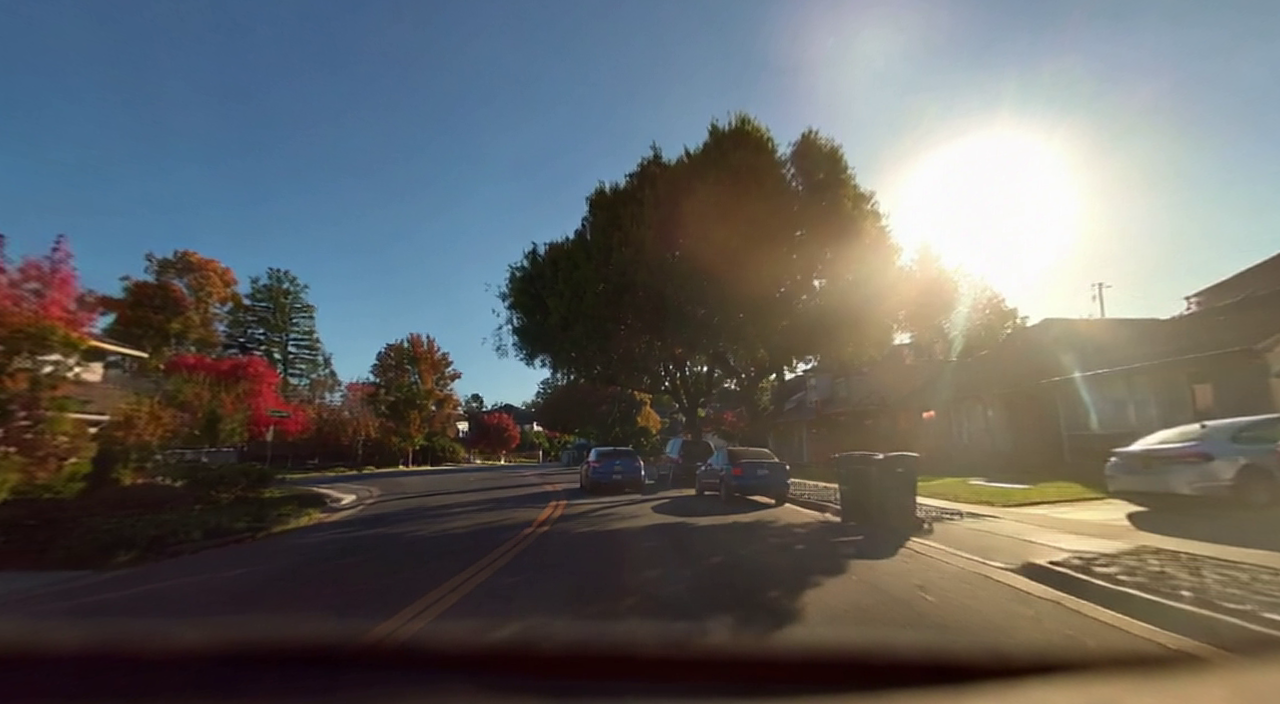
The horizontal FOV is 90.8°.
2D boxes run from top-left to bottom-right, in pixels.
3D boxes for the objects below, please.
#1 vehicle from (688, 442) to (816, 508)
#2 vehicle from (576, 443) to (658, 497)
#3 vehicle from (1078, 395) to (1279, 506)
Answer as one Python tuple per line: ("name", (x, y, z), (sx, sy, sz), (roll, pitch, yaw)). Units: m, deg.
("vehicle", (2.734, 3.131, 16.634), (2.089, 1.462, 4.529), (1, -9, -6))
("vehicle", (-0.839, 3.566, 19.502), (2.192, 1.474, 4.192), (1, -9, -7))
("vehicle", (10.205, 1.633, 10.566), (4.599, 1.599, 1.926), (1, -10, -11))
